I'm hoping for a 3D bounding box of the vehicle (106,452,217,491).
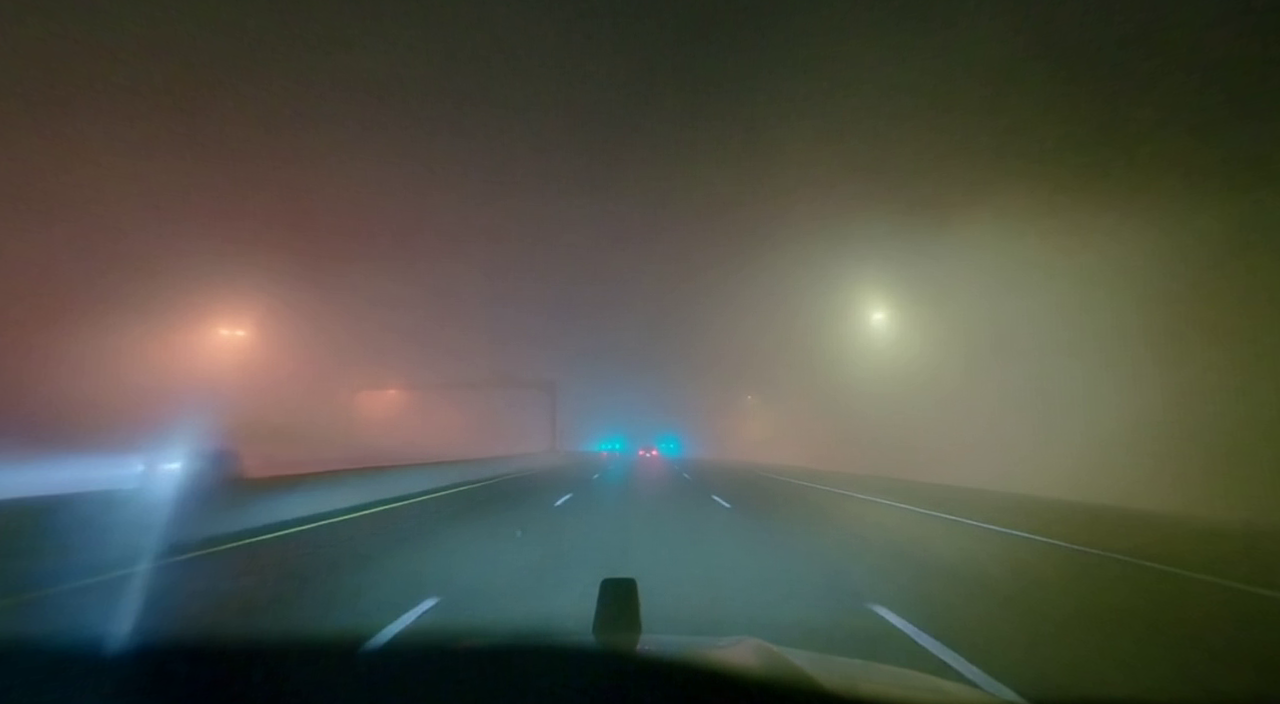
[{"bbox_3d":[-20.102,4.998,26.601,1.830,1.508,3.563,0,-9,0],"label":"vehicle"}]
